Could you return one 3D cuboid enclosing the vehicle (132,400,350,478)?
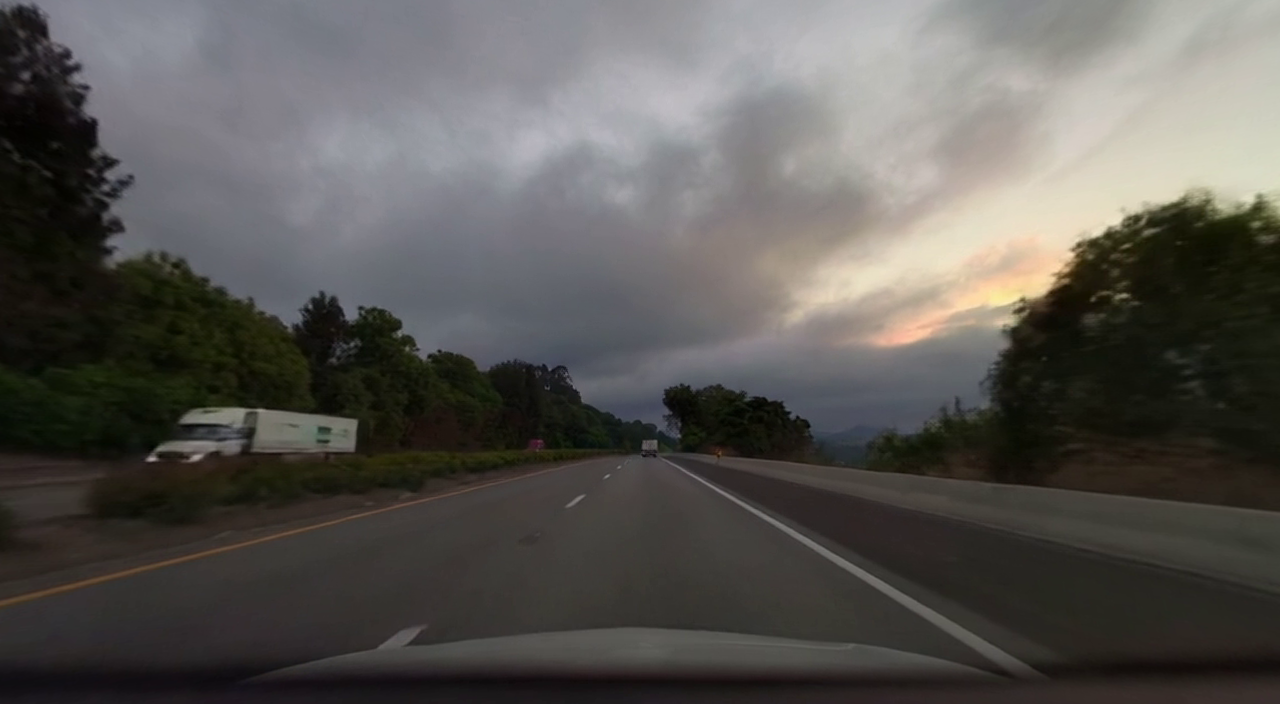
[{"bbox_3d":[-24.371,5.803,40.949,2.831,3.977,17.130,0,-9,1],"label":"vehicle"}]
